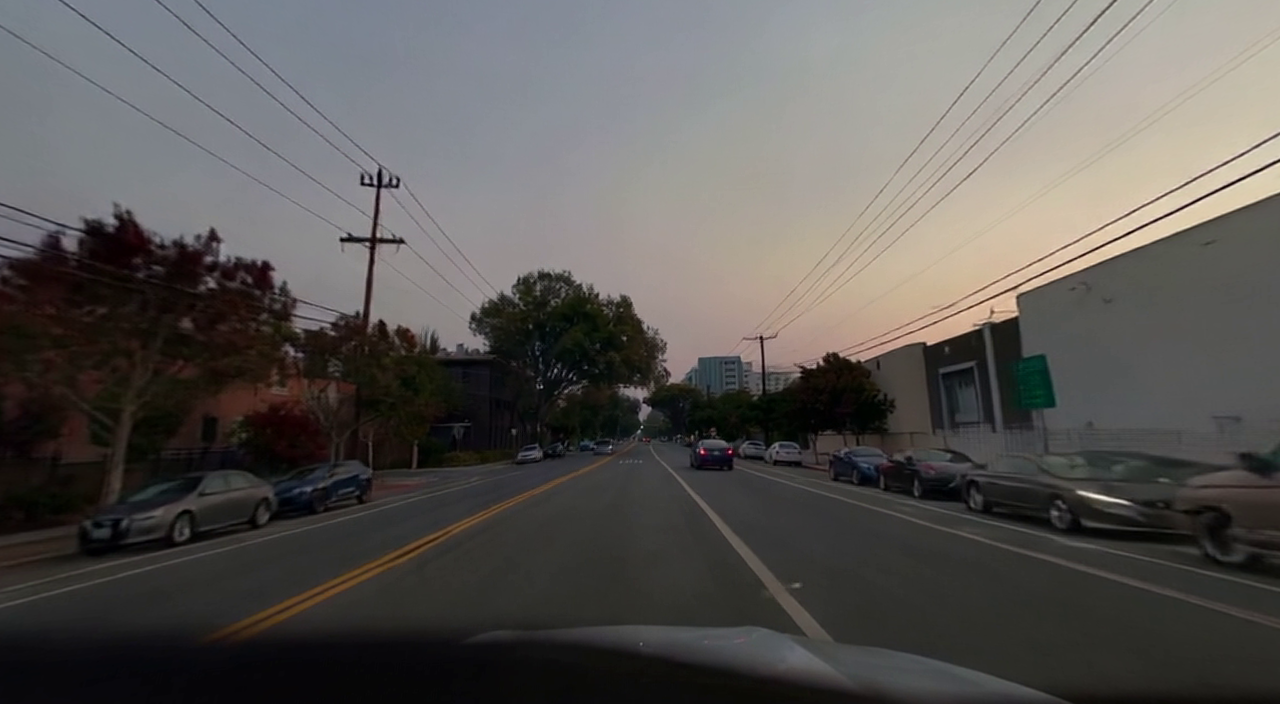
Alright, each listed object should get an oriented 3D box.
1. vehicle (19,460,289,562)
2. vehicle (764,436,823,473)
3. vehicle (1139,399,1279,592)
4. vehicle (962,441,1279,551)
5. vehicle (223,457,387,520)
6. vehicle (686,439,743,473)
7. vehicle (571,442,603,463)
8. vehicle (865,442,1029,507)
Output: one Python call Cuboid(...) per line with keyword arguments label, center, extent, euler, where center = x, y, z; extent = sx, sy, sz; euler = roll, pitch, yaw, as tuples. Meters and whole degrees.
Cuboid(label="vehicle", center=(-9.426, 3.057, 12.859), extent=(1.944, 1.524, 4.404), euler=(-2, -9, 1))
Cuboid(label="vehicle", center=(7.939, 5.354, 33.086), extent=(1.879, 1.765, 4.339), euler=(0, -9, -1))
Cuboid(label="vehicle", center=(7.625, 1.256, 5.084), extent=(2.250, 1.935, 6.052), euler=(0, -9, 0))
Cuboid(label="vehicle", center=(7.687, 2.265, 10.709), extent=(1.943, 1.441, 4.494), euler=(0, -9, -2))
Cuboid(label="vehicle", center=(-9.340, 3.801, 18.174), extent=(2.117, 1.474, 4.740), euler=(0, -9, 0))
Cuboid(label="vehicle", center=(3.519, 5.029, 30.643), extent=(2.059, 1.489, 4.629), euler=(0, -9, -2))
Cuboid(label="vehicle", center=(-4.028, 7.704, 48.404), extent=(1.989, 1.474, 4.112), euler=(-1, -9, 2))
Cuboid(label="vehicle", center=(7.892, 3.164, 16.831), extent=(2.093, 1.472, 4.434), euler=(0, -9, -1))
